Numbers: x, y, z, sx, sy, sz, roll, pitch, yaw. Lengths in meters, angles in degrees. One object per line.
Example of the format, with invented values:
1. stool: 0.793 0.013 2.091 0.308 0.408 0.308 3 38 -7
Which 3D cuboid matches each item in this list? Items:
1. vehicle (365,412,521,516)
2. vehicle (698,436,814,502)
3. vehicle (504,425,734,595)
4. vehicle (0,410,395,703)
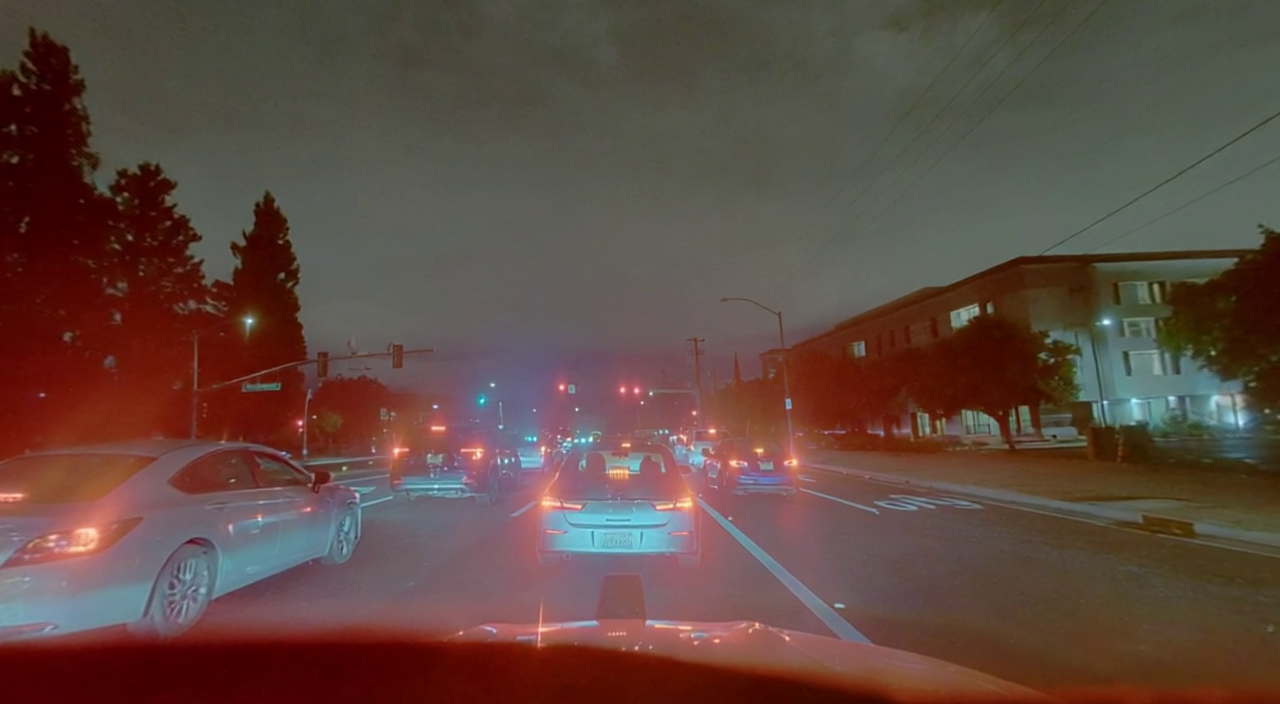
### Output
1. vehicle: -4.038 2.381 13.894 2.054 1.881 4.469 0 -8 -1
2. vehicle: 2.804 2.952 16.416 1.978 1.452 4.381 0 -8 -3
3. vehicle: -0.233 1.678 7.617 2.007 1.467 4.059 0 -8 -2
4. vehicle: -3.864 1.346 5.244 1.985 1.467 4.224 0 -9 -1
